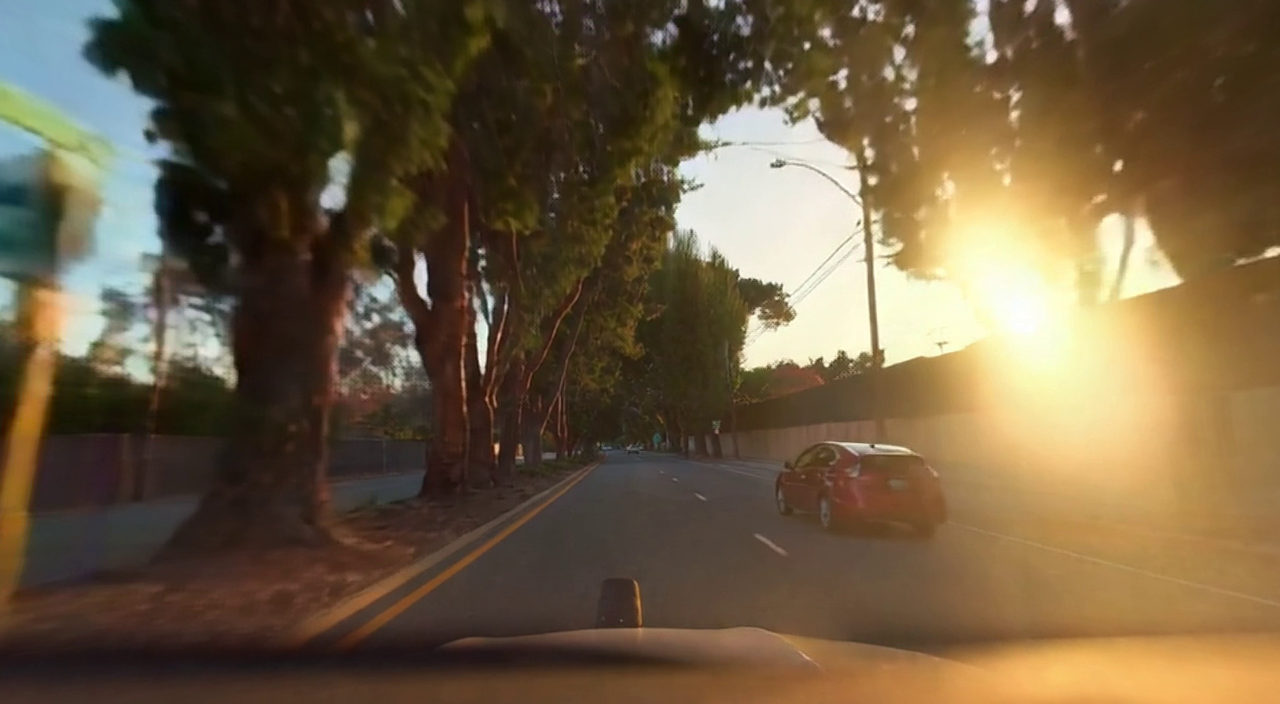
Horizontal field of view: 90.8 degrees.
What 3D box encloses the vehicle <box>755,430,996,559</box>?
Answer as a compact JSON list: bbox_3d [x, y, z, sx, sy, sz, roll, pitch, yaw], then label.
[{"bbox_3d":[3.224,2.040,9.779,1.985,1.529,4.316,0,-9,-1],"label":"vehicle"}]
